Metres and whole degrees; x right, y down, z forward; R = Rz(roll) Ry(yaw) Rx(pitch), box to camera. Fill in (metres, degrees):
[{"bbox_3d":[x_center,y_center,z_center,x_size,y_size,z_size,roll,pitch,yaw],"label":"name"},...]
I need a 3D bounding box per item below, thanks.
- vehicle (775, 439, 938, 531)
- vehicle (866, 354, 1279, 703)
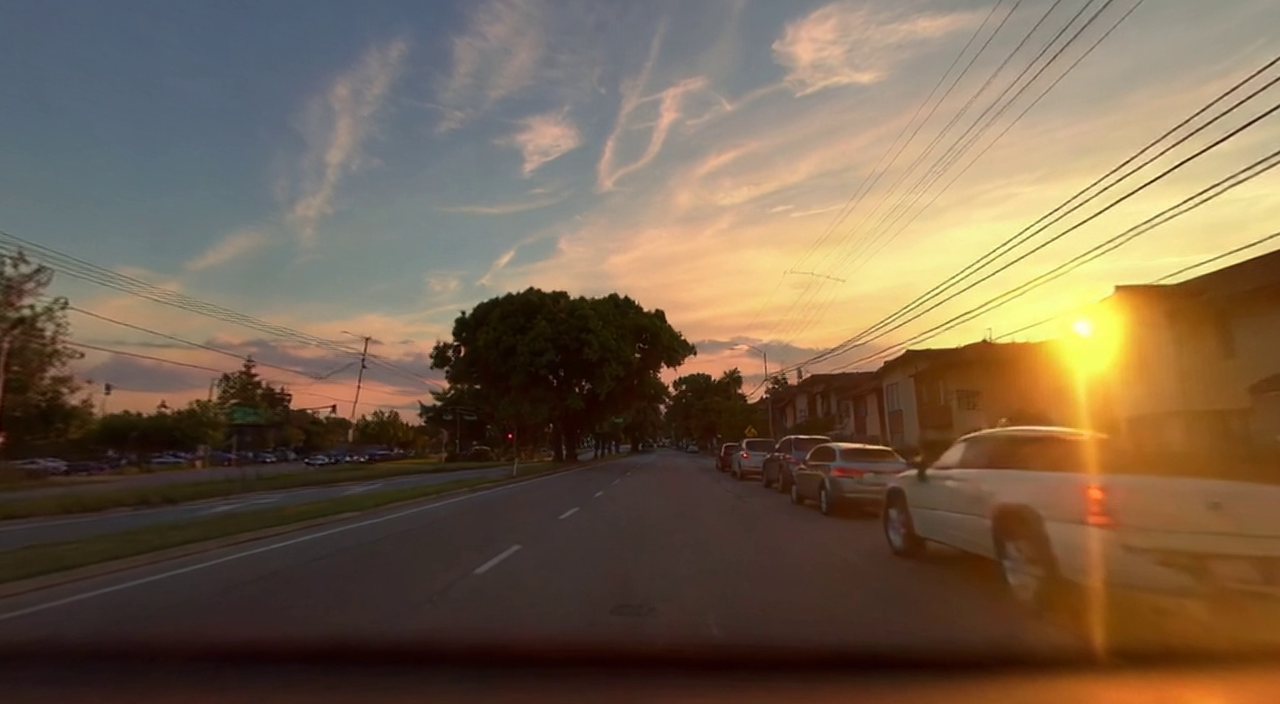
[{"bbox_3d":[4.152,2.600,13.066,1.925,1.505,4.895,0,-9,4],"label":"vehicle"},{"bbox_3d":[3.987,1.277,5.404,2.359,1.817,4.985,0,-9,1],"label":"vehicle"}]
